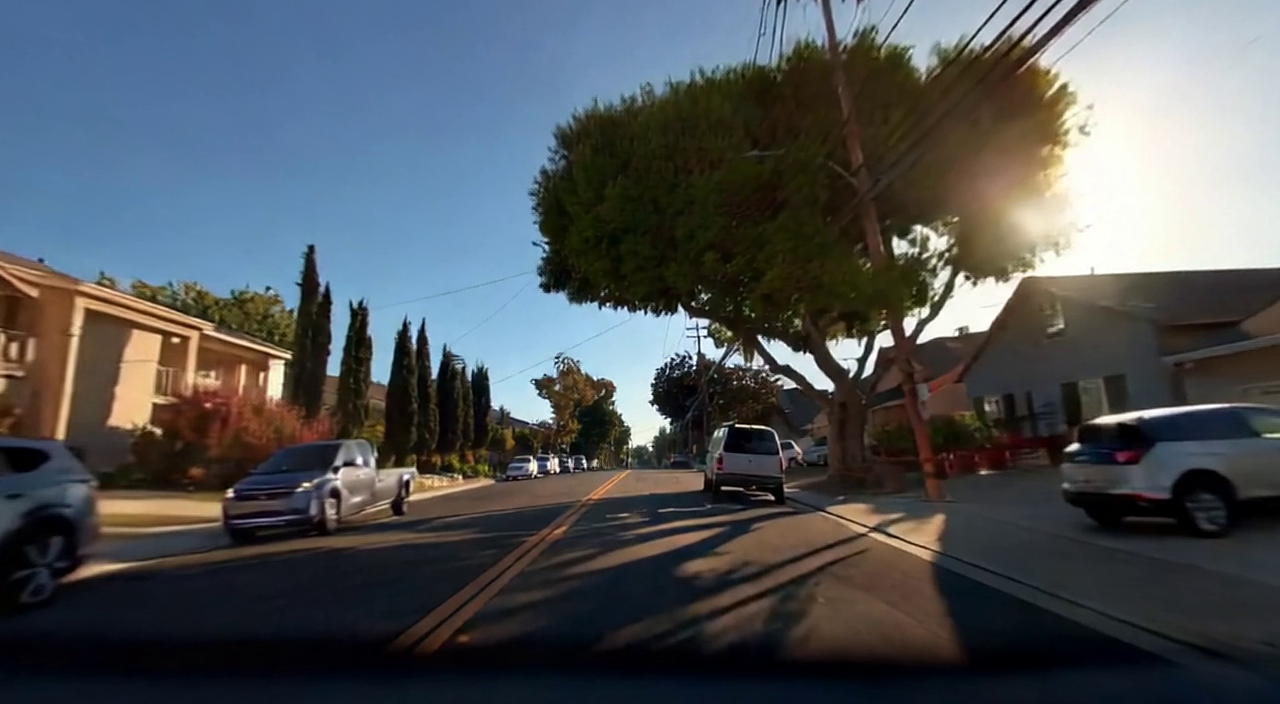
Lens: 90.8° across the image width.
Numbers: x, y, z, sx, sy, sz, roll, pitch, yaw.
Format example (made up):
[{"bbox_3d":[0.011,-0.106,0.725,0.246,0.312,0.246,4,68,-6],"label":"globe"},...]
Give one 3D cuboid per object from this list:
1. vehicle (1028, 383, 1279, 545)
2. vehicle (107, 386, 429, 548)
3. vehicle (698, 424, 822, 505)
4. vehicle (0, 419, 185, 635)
[{"bbox_3d":[8.185,1.483,8.461,4.489,1.812,2.056,-1,-13,-4],"label":"vehicle"},{"bbox_3d":[-6.306,2.266,12.077,2.269,2.229,6.042,-2,-12,2],"label":"vehicle"},{"bbox_3d":[3.187,3.122,18.052,2.203,1.952,5.111,0,-9,-4],"label":"vehicle"},{"bbox_3d":[-6.433,1.485,5.168,2.046,1.777,4.473,-3,-12,0],"label":"vehicle"}]
